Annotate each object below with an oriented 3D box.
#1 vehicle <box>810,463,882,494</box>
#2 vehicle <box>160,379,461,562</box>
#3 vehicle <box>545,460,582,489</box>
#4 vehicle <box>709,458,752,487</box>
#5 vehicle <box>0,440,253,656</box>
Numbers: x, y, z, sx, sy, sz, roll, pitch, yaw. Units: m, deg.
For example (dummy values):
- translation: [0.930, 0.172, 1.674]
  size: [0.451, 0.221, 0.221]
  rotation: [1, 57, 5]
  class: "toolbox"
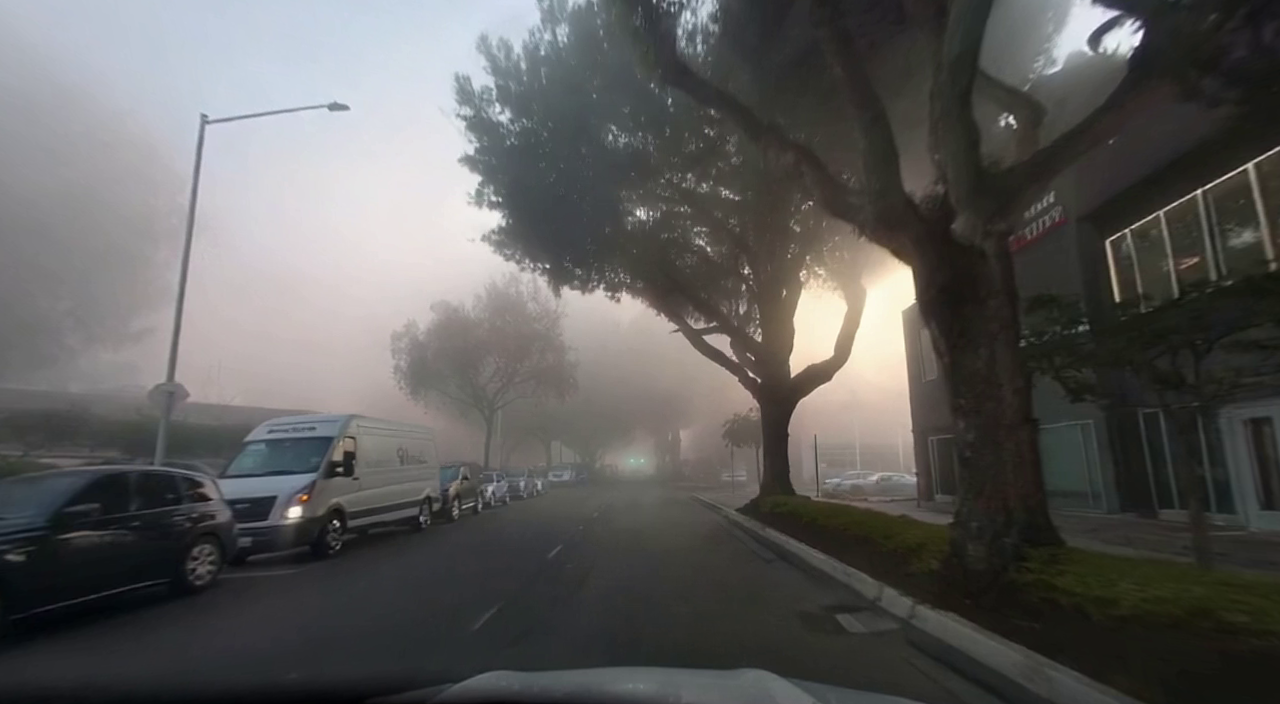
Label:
- translation: [10.447, 6.485, 32.388]
  size: [1.926, 1.469, 4.654]
  rotation: [1, -11, -3]
  class: "vehicle"
- translation: [-5.622, 2.218, 12.057]
  size: [2.526, 2.655, 5.480]
  rotation: [0, -11, 2]
  class: "vehicle"
- translation: [-5.704, 9.175, 47.399]
  size: [2.196, 2.001, 5.548]
  rotation: [1, -11, -2]
  class: "vehicle"
- translation: [5.883, 7.957, 41.714]
  size: [2.054, 1.779, 4.650]
  rotation: [1, -11, -1]
  class: "vehicle"
- translation: [-5.807, 1.639, 5.627]
  size: [1.843, 1.624, 4.372]
  rotation: [0, -11, 0]
  class: "vehicle"
